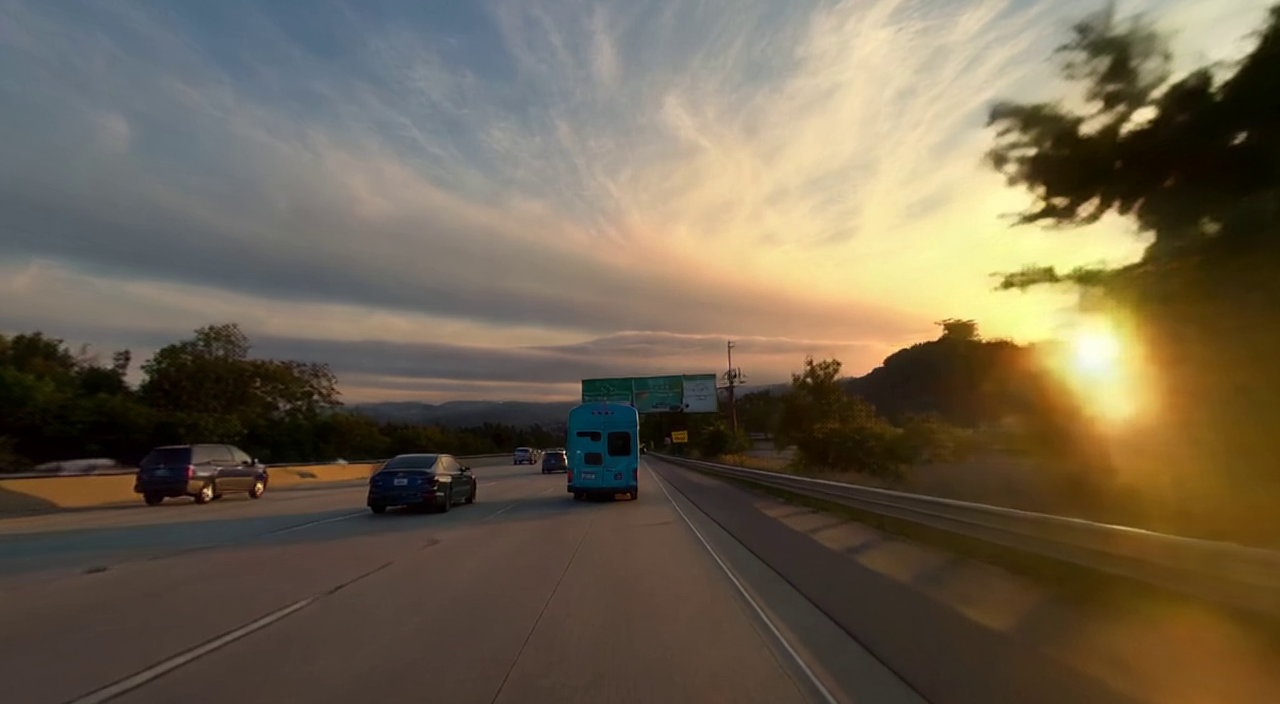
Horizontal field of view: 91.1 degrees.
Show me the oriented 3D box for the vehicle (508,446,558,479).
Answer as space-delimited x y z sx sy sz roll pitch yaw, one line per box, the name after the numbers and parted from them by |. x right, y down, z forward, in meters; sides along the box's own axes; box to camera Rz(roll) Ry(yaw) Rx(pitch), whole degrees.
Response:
-5.188 5.391 30.850 1.872 1.480 3.545 0 -9 -1 | vehicle

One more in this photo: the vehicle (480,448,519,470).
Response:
-10.090 7.671 45.300 1.886 1.462 4.084 0 -9 -1 | vehicle

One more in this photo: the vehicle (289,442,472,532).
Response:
-4.777 2.512 12.309 1.876 1.438 4.072 0 -9 -1 | vehicle

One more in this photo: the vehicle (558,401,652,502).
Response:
-0.953 2.958 18.800 2.394 2.556 5.232 0 -9 -1 | vehicle

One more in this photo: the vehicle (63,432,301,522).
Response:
-9.608 2.642 13.763 2.010 1.621 4.252 0 -9 -1 | vehicle
